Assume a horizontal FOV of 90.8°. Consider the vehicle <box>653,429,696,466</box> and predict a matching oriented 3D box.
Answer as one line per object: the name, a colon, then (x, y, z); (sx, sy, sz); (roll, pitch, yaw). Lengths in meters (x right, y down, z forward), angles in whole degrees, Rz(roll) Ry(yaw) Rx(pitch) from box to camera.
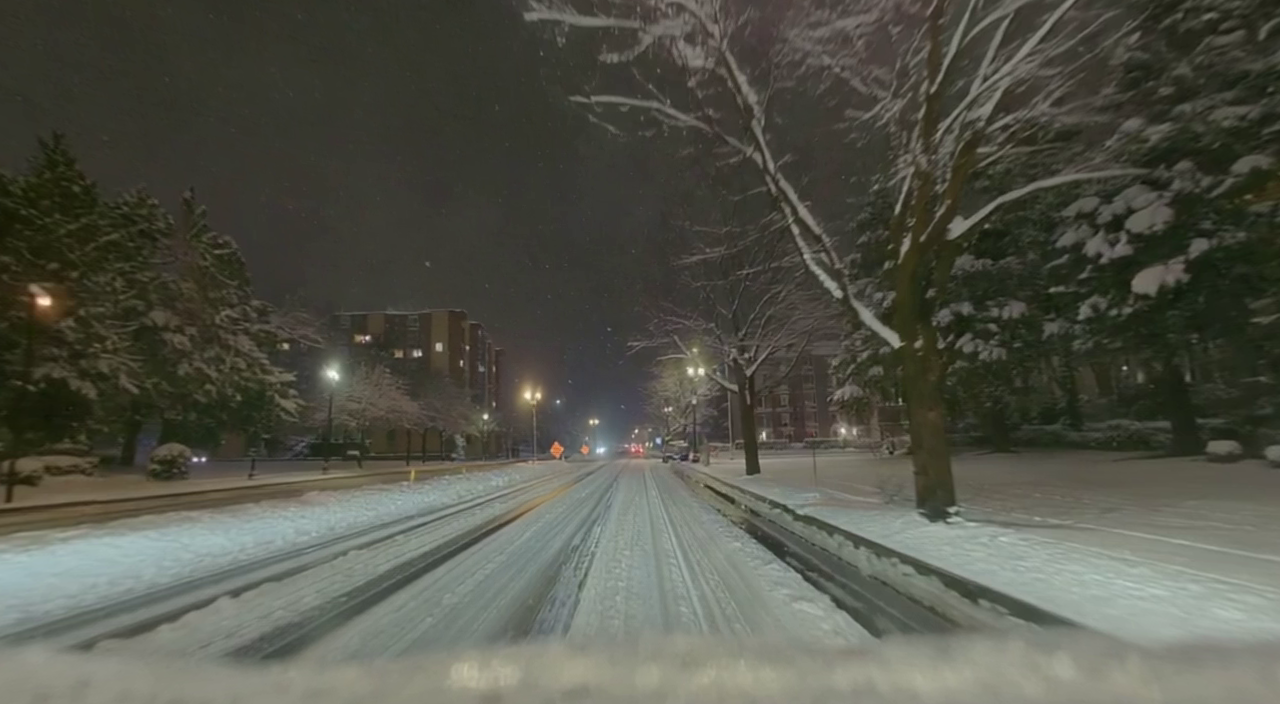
vehicle: (2.609, 7.327, 48.614); (2.849, 2.686, 3.176); (-1, -8, -5)
